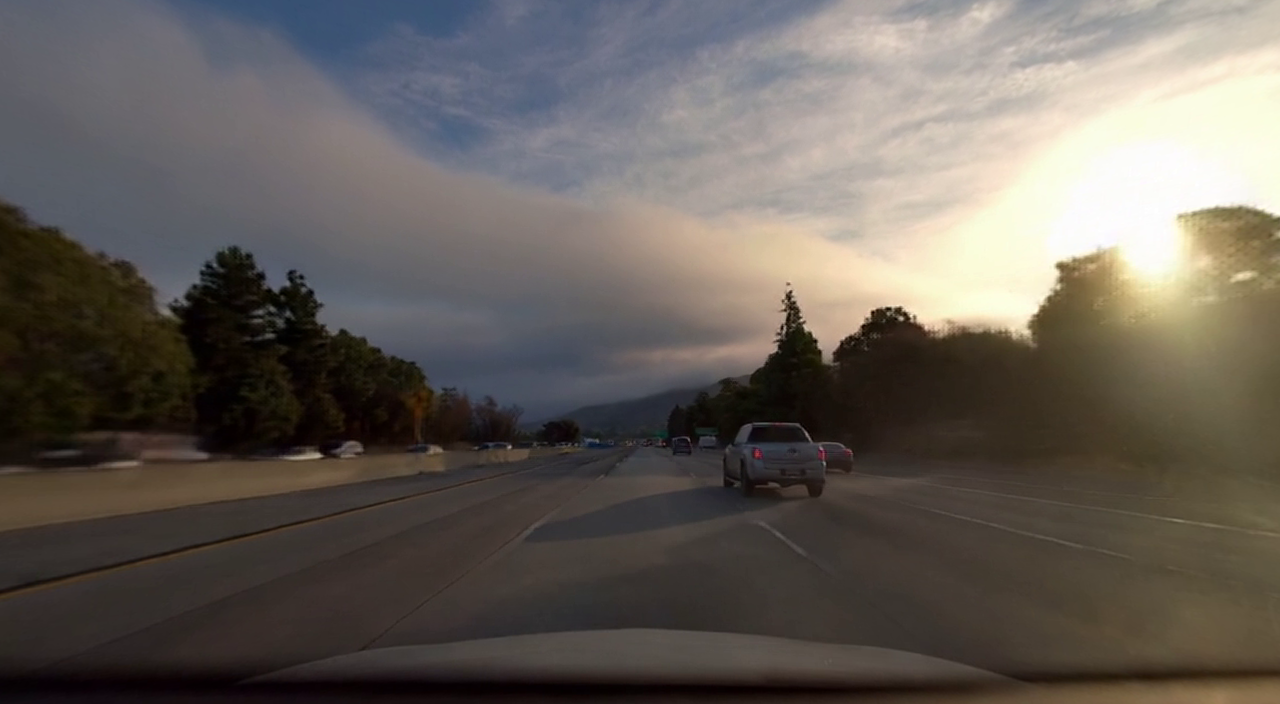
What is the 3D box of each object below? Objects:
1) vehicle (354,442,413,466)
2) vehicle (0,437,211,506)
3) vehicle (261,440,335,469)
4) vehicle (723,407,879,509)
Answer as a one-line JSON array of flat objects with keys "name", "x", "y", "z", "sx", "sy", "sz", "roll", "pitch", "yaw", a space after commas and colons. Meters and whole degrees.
[{"name": "vehicle", "x": -17.386, "y": 6.901, "z": 42.992, "sx": 1.944, "sy": 1.506, "sz": 4.693, "roll": 0, "pitch": -8, "yaw": 1}, {"name": "vehicle", "x": -13.768, "y": 2.970, "z": 16.274, "sx": 1.930, "sy": 1.493, "sz": 4.830, "roll": 0, "pitch": -8, "yaw": 1}, {"name": "vehicle", "x": -21.174, "y": 6.344, "z": 39.309, "sx": 1.977, "sy": 1.654, "sz": 4.622, "roll": 0, "pitch": -8, "yaw": 1}, {"name": "vehicle", "x": 3.499, "y": 2.463, "z": 15.102, "sx": 2.218, "sy": 1.964, "sz": 5.662, "roll": 0, "pitch": -8, "yaw": 0}]
